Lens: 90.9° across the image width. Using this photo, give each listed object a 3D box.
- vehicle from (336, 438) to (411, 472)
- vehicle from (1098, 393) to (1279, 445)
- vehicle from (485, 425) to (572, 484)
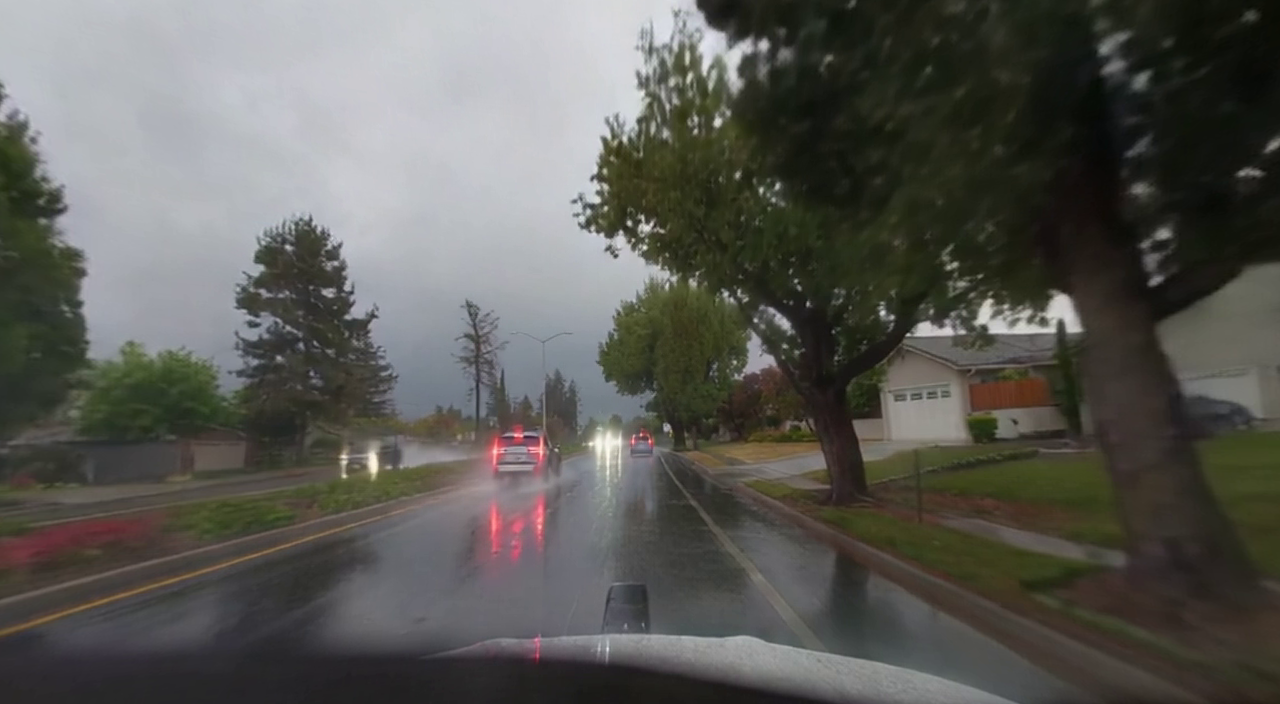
[{"bbox_3d":[-15.312,5.945,36.600,2.008,1.801,5.285,0,-8,0],"label":"vehicle"},{"bbox_3d":[17.745,2.293,20.778,1.939,1.477,5.129,-1,-8,7],"label":"vehicle"},{"bbox_3d":[-3.633,3.440,21.386,2.073,1.770,4.302,0,-8,1],"label":"vehicle"}]
